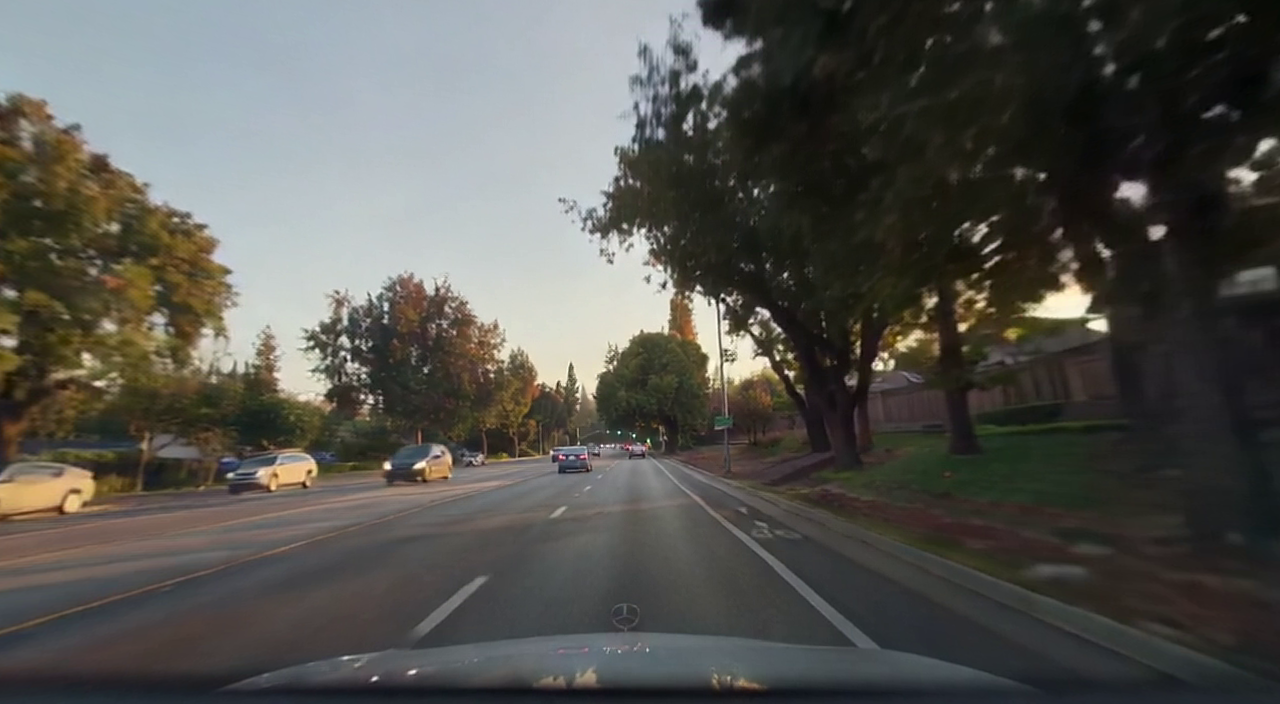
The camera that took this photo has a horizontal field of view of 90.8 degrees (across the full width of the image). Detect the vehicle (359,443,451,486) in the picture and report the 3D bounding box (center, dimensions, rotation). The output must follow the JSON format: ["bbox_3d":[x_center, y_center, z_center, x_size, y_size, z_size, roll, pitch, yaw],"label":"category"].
[{"bbox_3d":[-10.135,4.874,27.728,2.168,1.703,4.753,0,-9,0],"label":"vehicle"}]

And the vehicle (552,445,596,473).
[{"bbox_3d":[-3.530,5.810,34.532,1.992,1.447,4.044,0,-9,0],"label":"vehicle"}]

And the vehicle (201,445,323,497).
[{"bbox_3d":[-17.467,5.465,29.651,2.255,1.987,5.723,-4,-8,1],"label":"vehicle"}]
